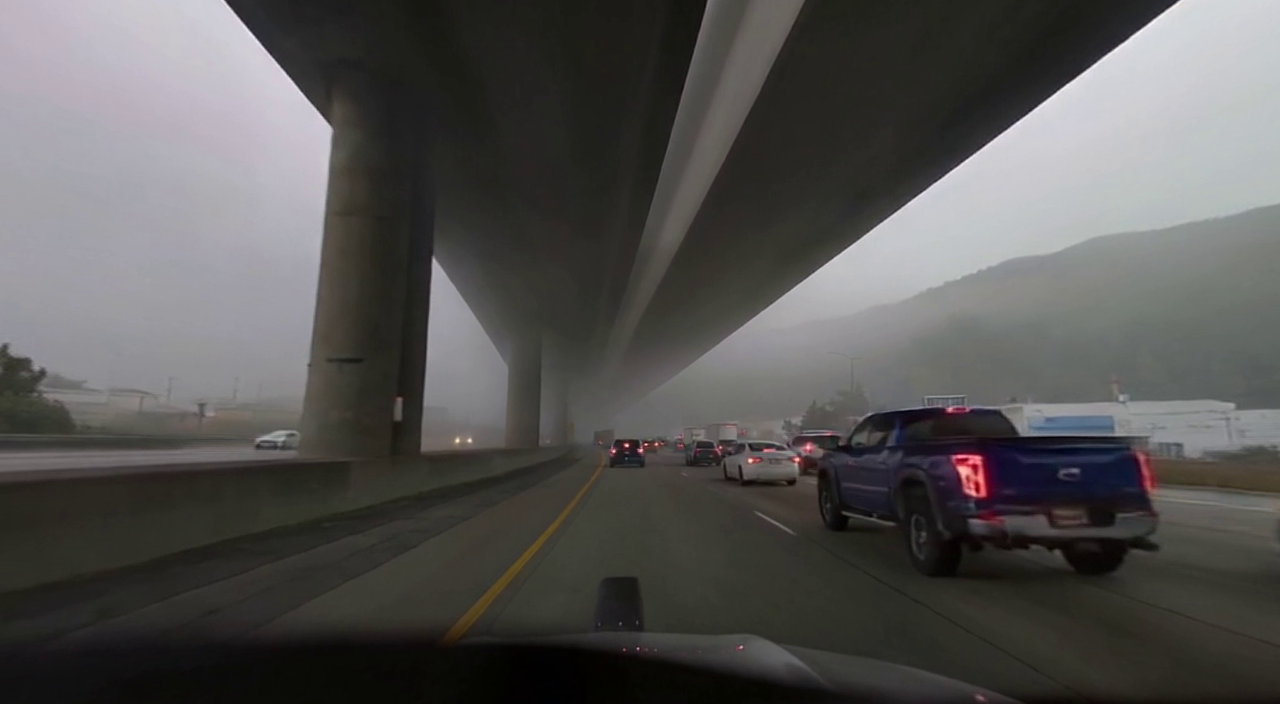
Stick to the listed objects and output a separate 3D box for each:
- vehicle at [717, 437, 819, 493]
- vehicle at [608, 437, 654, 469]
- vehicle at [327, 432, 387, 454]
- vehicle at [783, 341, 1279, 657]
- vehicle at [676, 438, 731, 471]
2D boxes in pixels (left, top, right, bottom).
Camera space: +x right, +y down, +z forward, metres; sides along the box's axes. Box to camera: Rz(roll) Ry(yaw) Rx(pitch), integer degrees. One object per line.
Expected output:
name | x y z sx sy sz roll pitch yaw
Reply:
vehicle | 3.697 3.361 19.237 1.923 1.462 4.895 0 -8 -2
vehicle | -0.526 5.249 32.899 2.266 1.549 3.978 0 -8 -2
vehicle | -20.088 6.480 45.042 2.170 1.464 4.896 0 -8 -2
vehicle | 4.007 1.451 7.708 2.747 2.061 7.011 0 -8 -1
vehicle | 3.168 5.226 32.399 2.057 1.517 4.538 0 -8 -4
